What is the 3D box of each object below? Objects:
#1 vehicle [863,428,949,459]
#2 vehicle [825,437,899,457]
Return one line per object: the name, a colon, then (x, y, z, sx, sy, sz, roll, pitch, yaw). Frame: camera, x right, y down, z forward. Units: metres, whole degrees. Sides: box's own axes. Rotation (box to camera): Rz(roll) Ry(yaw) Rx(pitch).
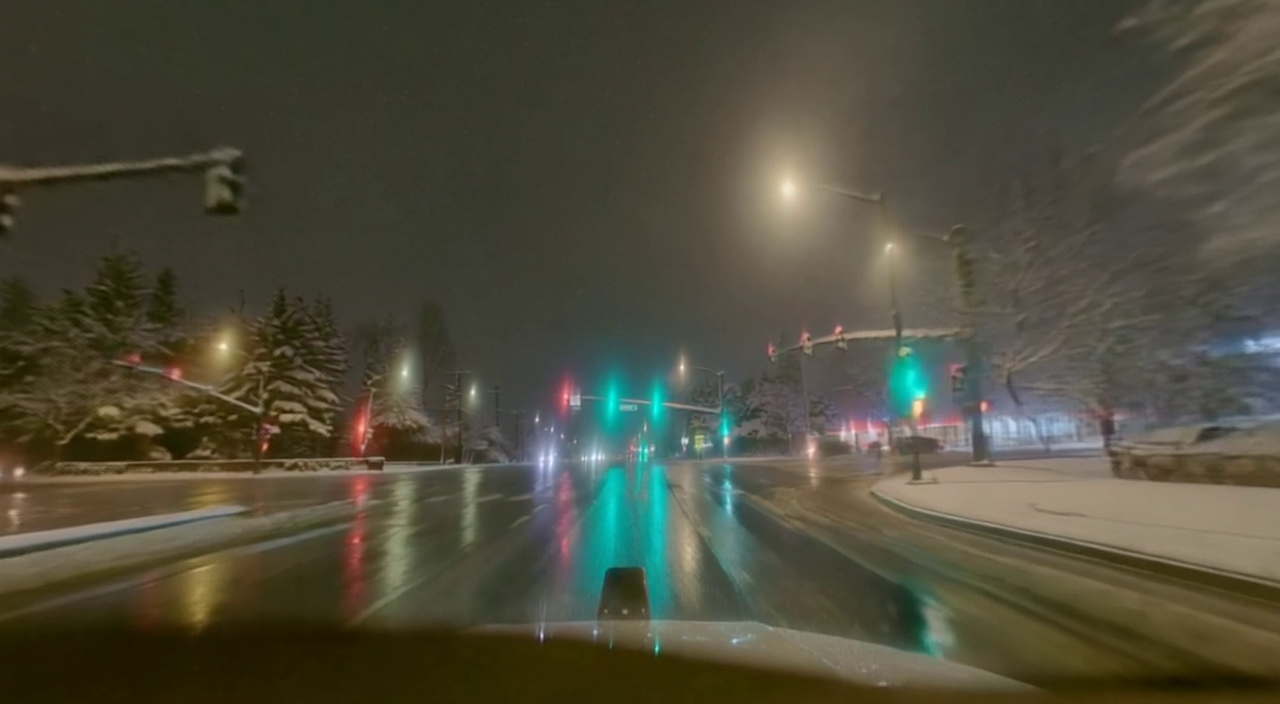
vehicle: (17.994, 6.237, 42.763, 4.721, 1.637, 2.256, -4, -8, -9)
vehicle: (16.077, 6.899, 45.759, 4.582, 1.436, 2.073, 1, -9, -7)
